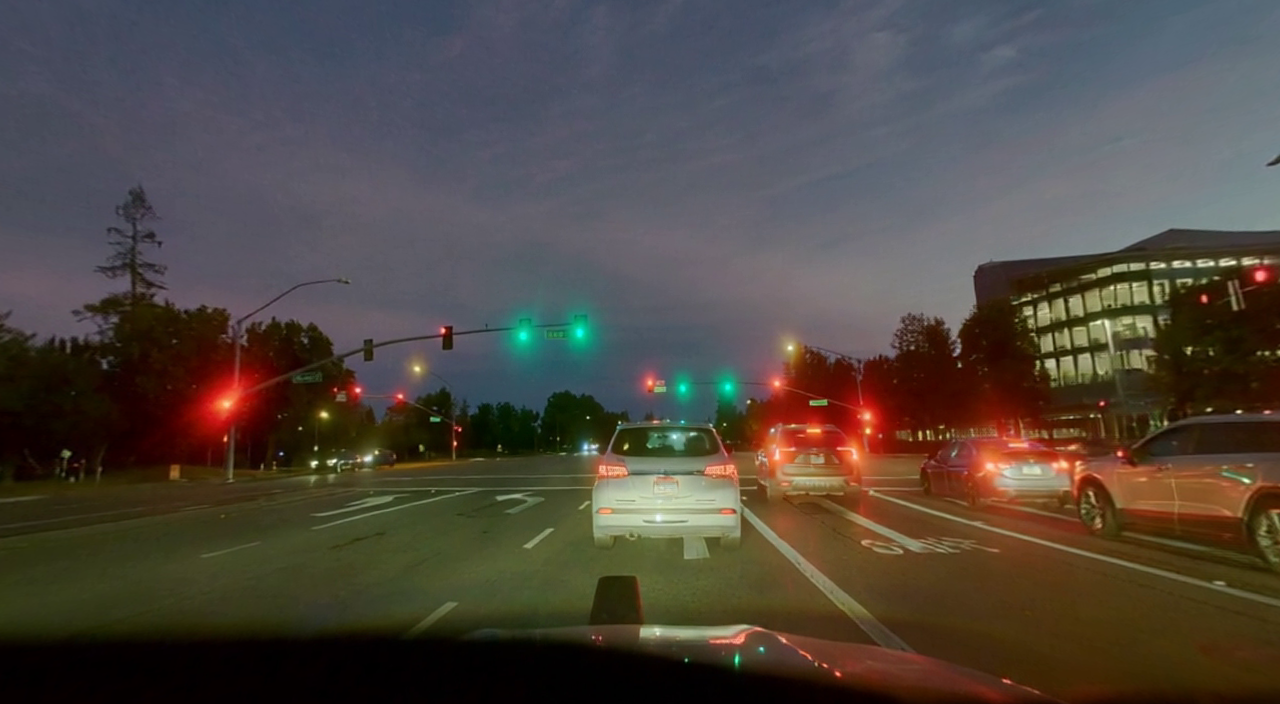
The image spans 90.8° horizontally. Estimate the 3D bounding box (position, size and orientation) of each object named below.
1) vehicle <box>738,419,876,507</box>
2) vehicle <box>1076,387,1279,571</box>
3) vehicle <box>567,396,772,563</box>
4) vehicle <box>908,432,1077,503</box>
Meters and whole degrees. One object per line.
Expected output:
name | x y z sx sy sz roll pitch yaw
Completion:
vehicle | 3.774 2.631 15.326 2.188 1.774 4.646 -1 -9 2
vehicle | 7.372 1.351 6.898 2.074 1.791 4.393 0 -9 1
vehicle | 0.276 1.694 9.009 2.211 1.795 4.179 0 -9 -1
vehicle | 8.297 2.754 15.419 1.862 1.471 4.297 -1 -9 4
